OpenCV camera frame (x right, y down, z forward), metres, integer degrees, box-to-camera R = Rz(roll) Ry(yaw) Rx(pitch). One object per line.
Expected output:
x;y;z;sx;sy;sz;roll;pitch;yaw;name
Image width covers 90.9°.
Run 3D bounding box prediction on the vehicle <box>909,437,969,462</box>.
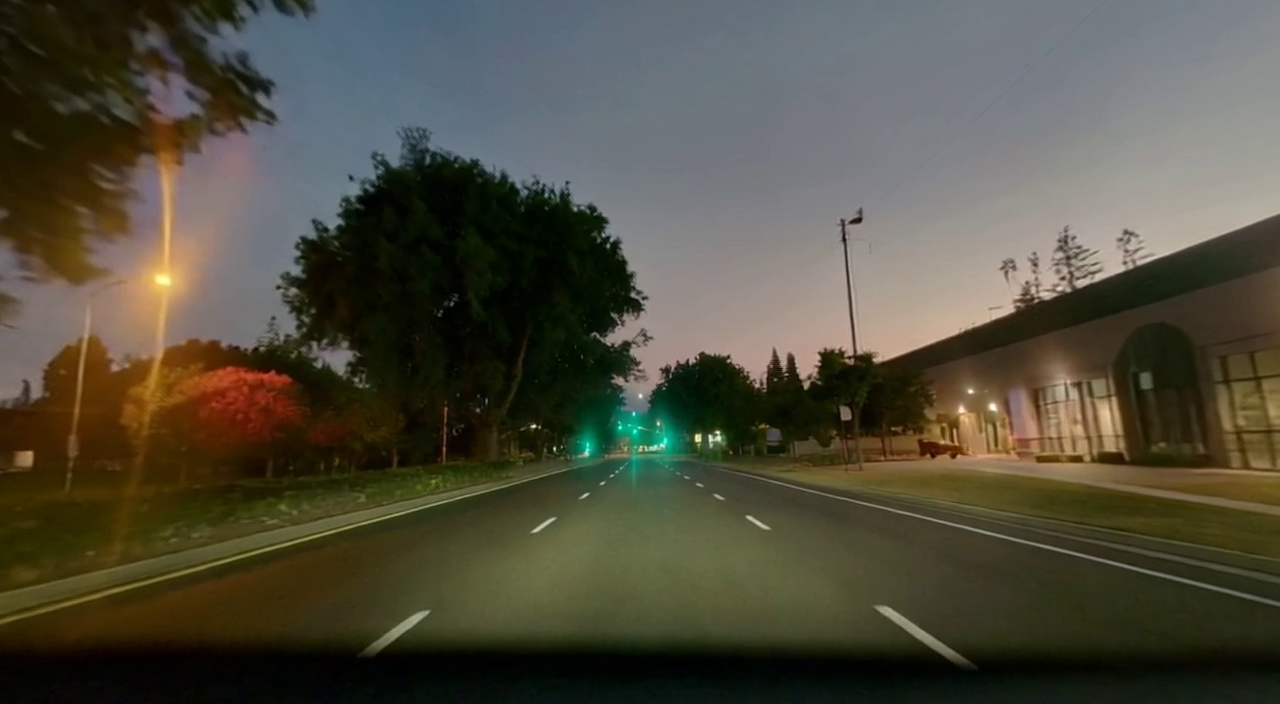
20.022;6.545;42.433;2.036;1.600;4.117;0;-9;0;vehicle
